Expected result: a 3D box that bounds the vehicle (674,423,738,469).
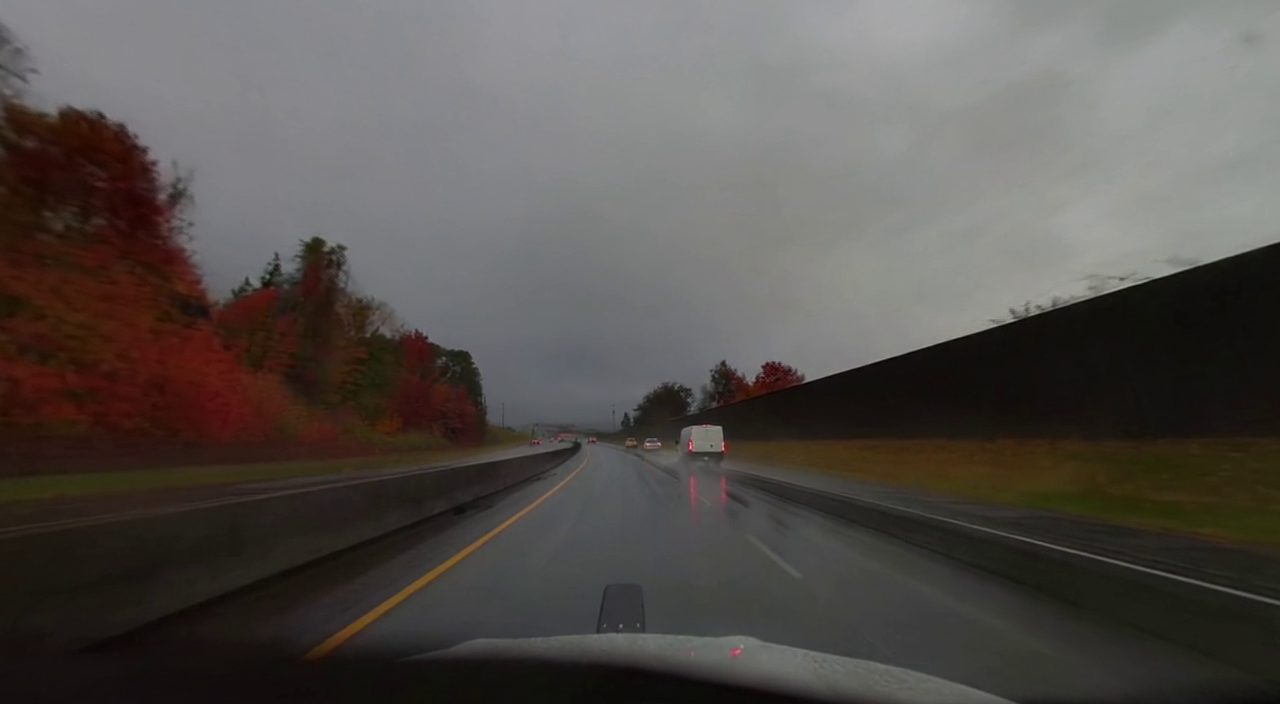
[{"bbox_3d":[3.126,4.625,31.026,2.393,2.072,4.958,1,-8,-3],"label":"vehicle"}]
